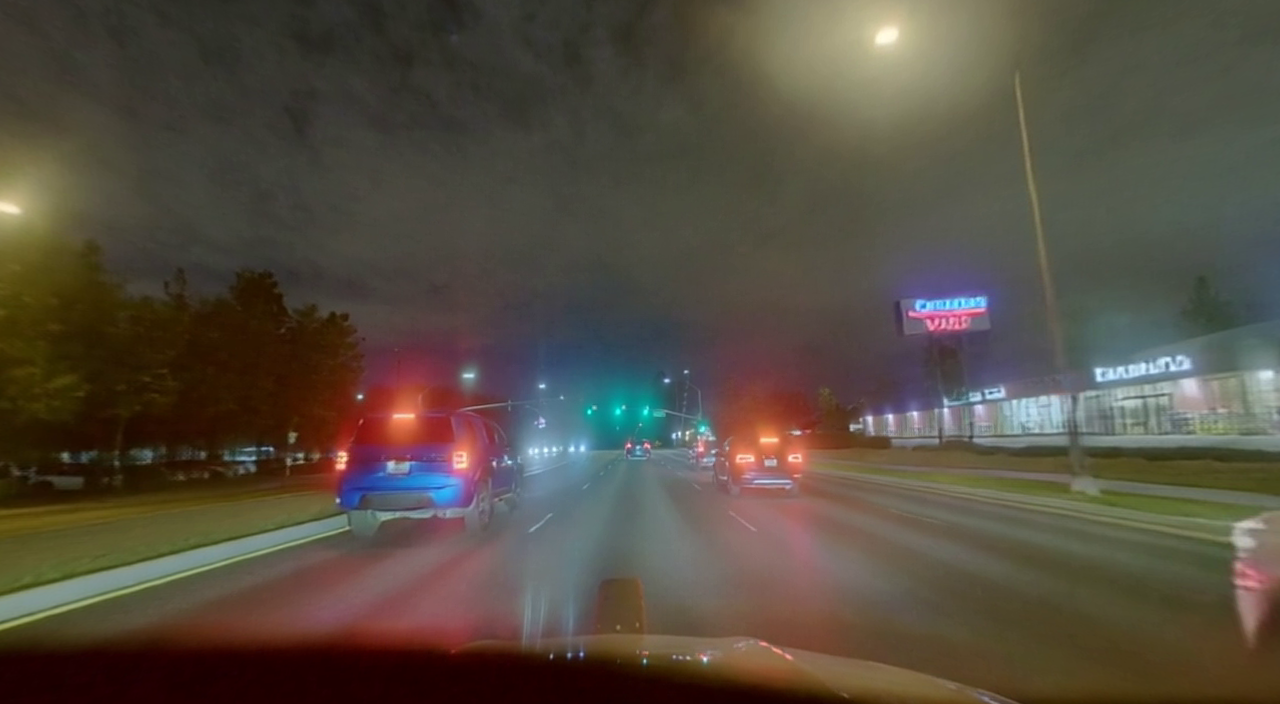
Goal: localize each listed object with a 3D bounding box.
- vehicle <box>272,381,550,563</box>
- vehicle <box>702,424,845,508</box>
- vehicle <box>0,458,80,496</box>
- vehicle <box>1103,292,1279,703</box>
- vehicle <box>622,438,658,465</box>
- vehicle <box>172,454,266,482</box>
[{"bbox_3d":[-2.956,1.738,9.846,2.368,2.037,5.319,0,-8,0],"label":"vehicle"},{"bbox_3d":[2.819,2.566,14.666,2.174,1.596,4.779,0,-8,-1],"label":"vehicle"},{"bbox_3d":[-28.882,5.732,29.030,4.441,1.625,1.916,-1,-8,3],"label":"vehicle"},{"bbox_3d":[2.823,0.456,0.167,2.018,1.719,4.369,0,-8,0],"label":"vehicle"},{"bbox_3d":[-0.035,5.905,37.671,2.008,1.464,4.052,0,-8,-1],"label":"vehicle"},{"bbox_3d":[-28.130,7.754,42.369,4.862,1.478,2.057,-4,-9,-2],"label":"vehicle"}]
